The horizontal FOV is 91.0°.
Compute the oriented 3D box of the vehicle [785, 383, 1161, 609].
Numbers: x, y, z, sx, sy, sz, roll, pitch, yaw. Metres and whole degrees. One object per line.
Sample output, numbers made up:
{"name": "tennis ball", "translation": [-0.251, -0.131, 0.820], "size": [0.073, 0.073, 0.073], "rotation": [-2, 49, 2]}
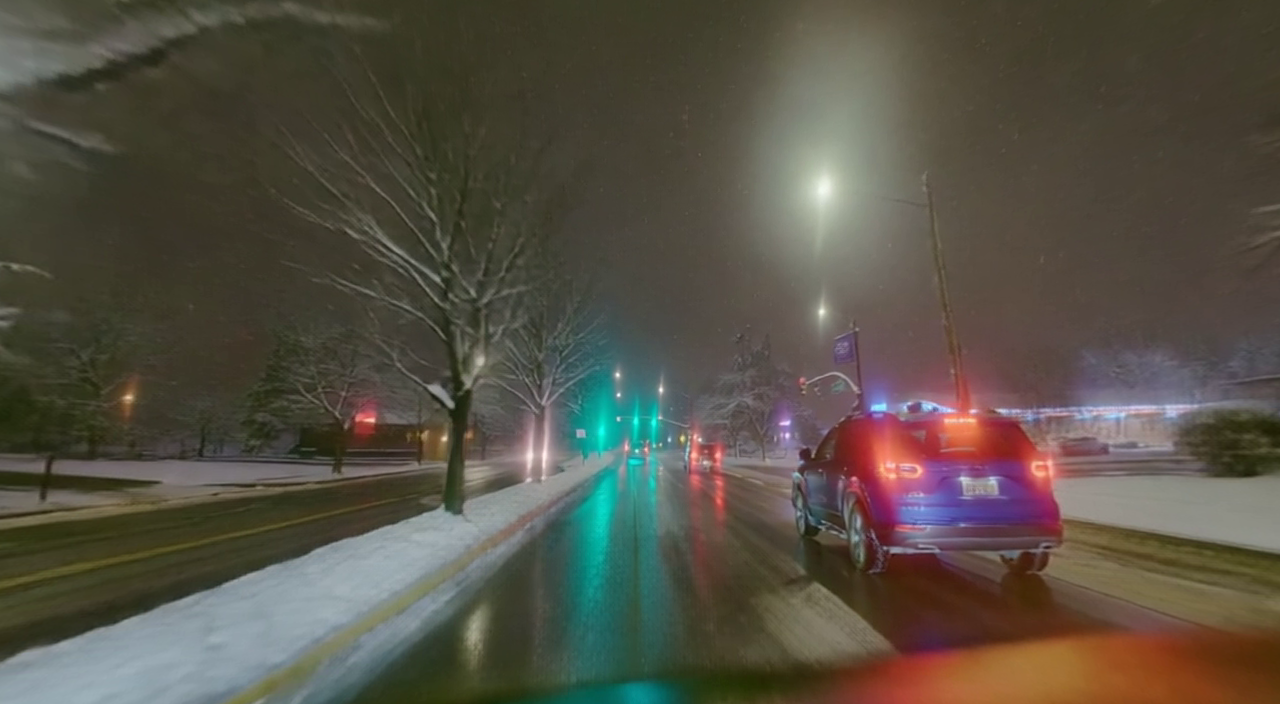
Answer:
{"name": "vehicle", "translation": [3.276, 1.518, 7.481], "size": [2.033, 1.865, 4.360], "rotation": [0, -8, 0]}

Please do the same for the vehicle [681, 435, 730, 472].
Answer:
{"name": "vehicle", "translation": [3.486, 5.513, 34.432], "size": [2.085, 1.828, 5.383], "rotation": [0, -8, 0]}

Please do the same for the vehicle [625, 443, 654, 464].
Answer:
{"name": "vehicle", "translation": [-0.026, 7.576, 47.171], "size": [2.131, 1.474, 4.146], "rotation": [0, -8, 0]}
